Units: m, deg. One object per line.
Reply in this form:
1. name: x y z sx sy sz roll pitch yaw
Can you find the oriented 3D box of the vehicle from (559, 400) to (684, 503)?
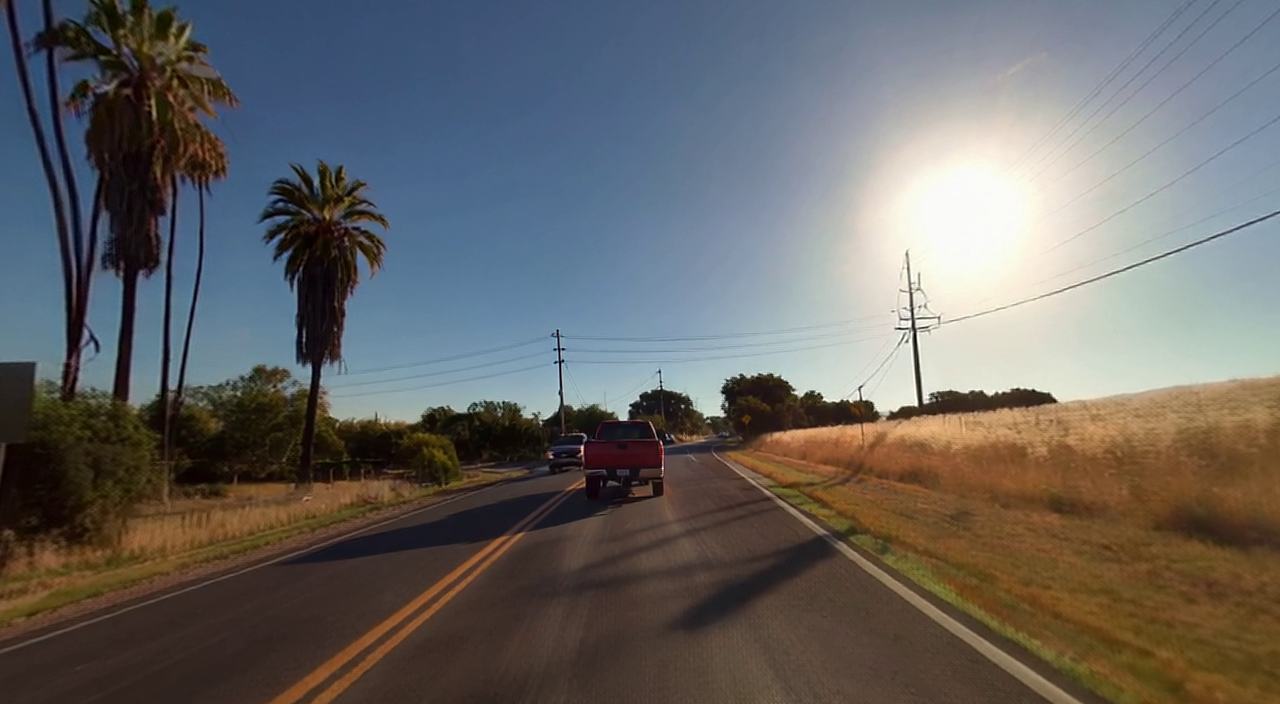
1. vehicle: -0.451 2.599 16.729 2.693 2.223 5.885 0 -8 -1
